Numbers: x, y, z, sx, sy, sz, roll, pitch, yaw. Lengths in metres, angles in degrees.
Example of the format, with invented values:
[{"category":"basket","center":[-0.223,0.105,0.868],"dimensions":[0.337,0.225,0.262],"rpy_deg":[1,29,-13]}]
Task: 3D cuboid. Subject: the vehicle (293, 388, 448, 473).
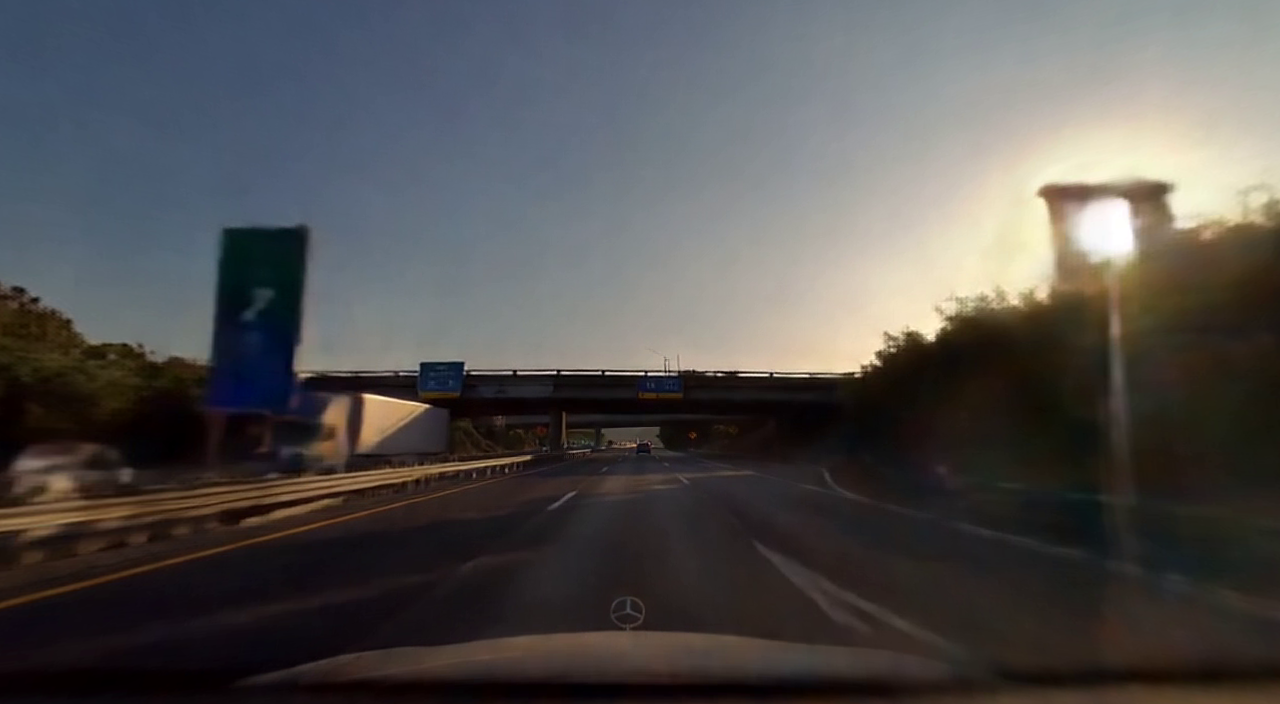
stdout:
[{"category":"vehicle","center":[-15.072,4.784,37.283],"dimensions":[2.972,4.061,14.035],"rpy_deg":[0,-8,0]}]
